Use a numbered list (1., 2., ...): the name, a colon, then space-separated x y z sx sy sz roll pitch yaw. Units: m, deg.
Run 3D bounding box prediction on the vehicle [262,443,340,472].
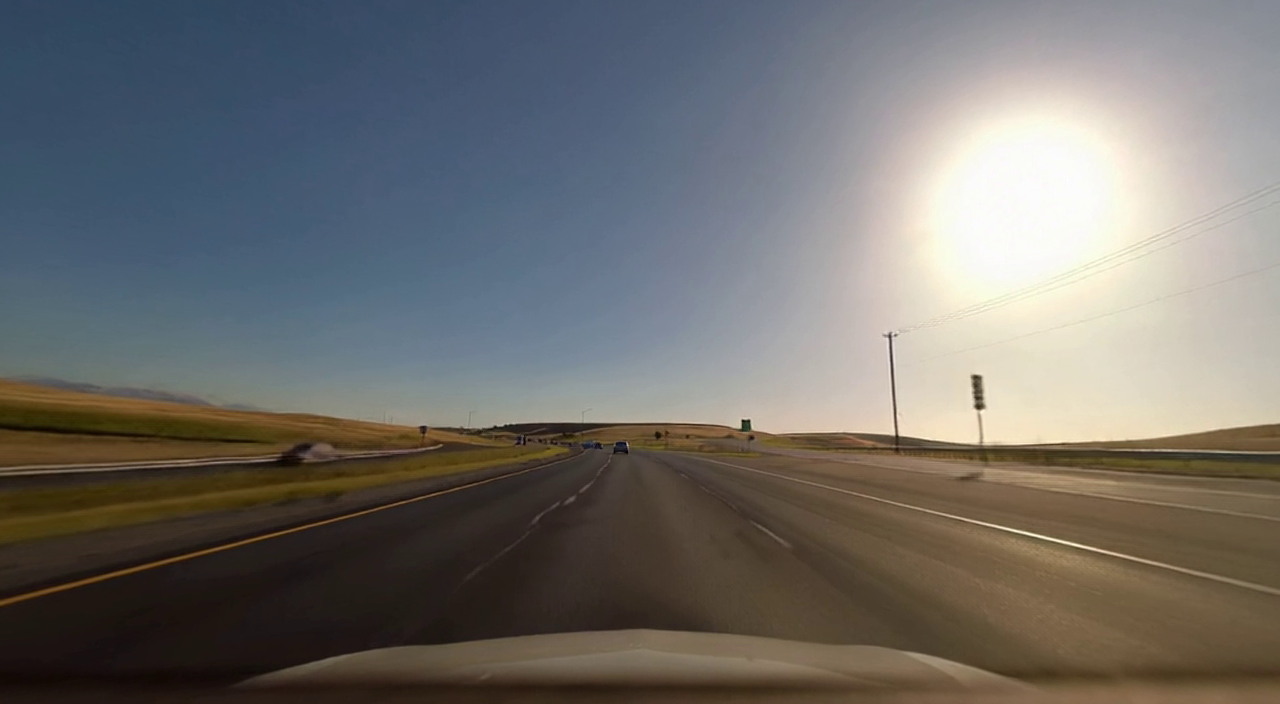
1. vehicle: -19.120 5.952 35.836 1.912 1.533 4.713 0 -8 -2
